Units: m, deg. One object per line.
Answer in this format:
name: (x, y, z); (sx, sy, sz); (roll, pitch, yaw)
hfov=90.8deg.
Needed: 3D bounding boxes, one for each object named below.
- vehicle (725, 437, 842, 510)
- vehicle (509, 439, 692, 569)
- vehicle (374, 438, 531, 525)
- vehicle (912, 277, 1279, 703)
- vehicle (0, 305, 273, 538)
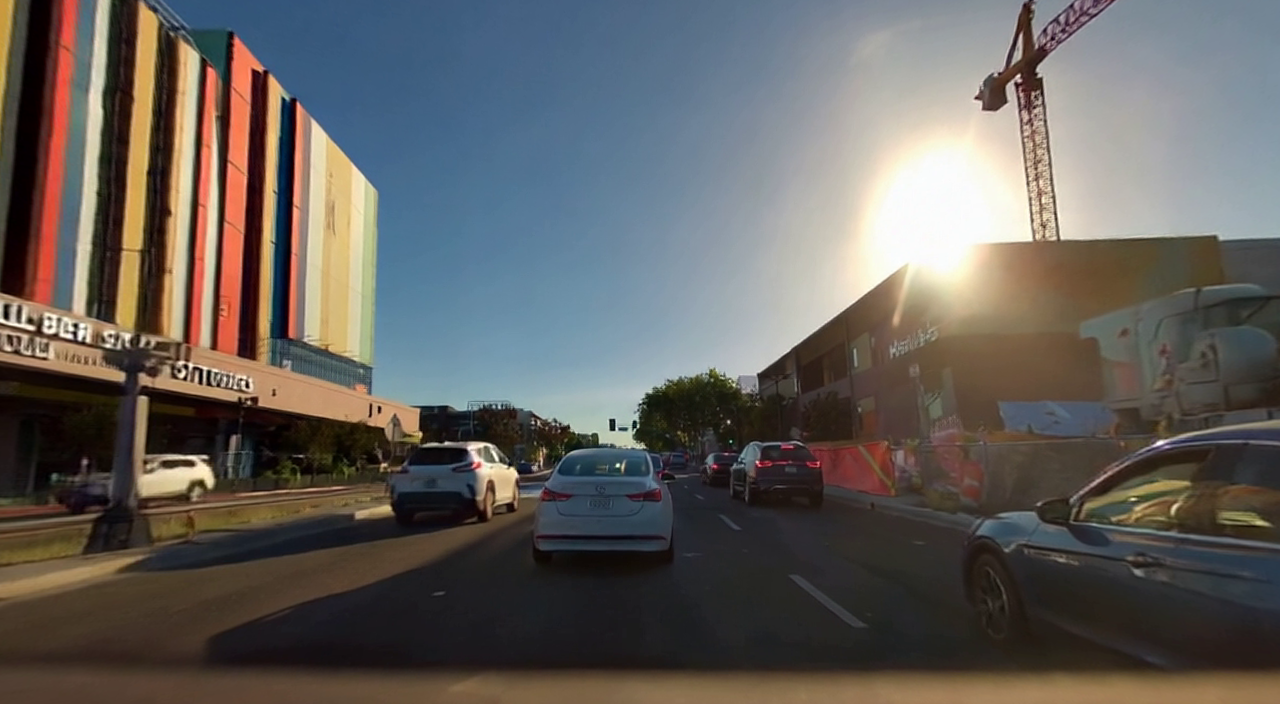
vehicle: (3.956, 3.430, 18.385); (2.185, 1.797, 4.934); (0, -9, -1)
vehicle: (-0.432, 2.092, 9.524); (2.131, 1.496, 4.193); (0, -8, 1)
vehicle: (-4.089, 2.885, 14.707); (2.201, 1.691, 4.305); (0, -9, 2)
vehicle: (3.429, 0.784, 2.761); (2.182, 1.954, 5.341); (0, -9, 1)
vehicle: (-9.116, 1.310, 11.469); (2.592, 3.548, 3.414); (-2, -9, 3)
